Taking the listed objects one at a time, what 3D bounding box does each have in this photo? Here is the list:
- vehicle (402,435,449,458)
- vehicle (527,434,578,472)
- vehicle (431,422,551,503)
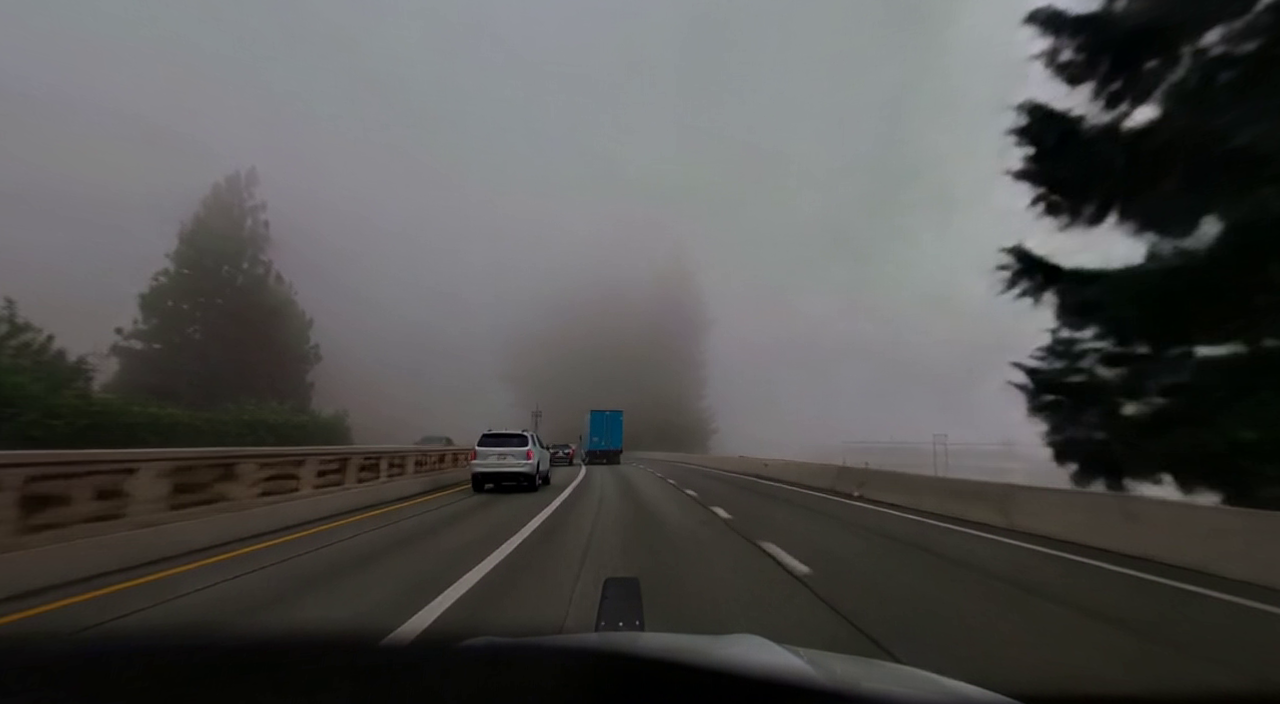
[{"bbox_3d":[-15.363,6.796,45.284,1.988,1.499,4.591,1,-9,-3],"label":"vehicle"},{"bbox_3d":[-4.230,4.969,31.142,2.044,1.740,4.361,1,-9,-2],"label":"vehicle"},{"bbox_3d":[-3.541,2.736,15.904,2.041,1.734,4.391,1,-9,-1],"label":"vehicle"}]
